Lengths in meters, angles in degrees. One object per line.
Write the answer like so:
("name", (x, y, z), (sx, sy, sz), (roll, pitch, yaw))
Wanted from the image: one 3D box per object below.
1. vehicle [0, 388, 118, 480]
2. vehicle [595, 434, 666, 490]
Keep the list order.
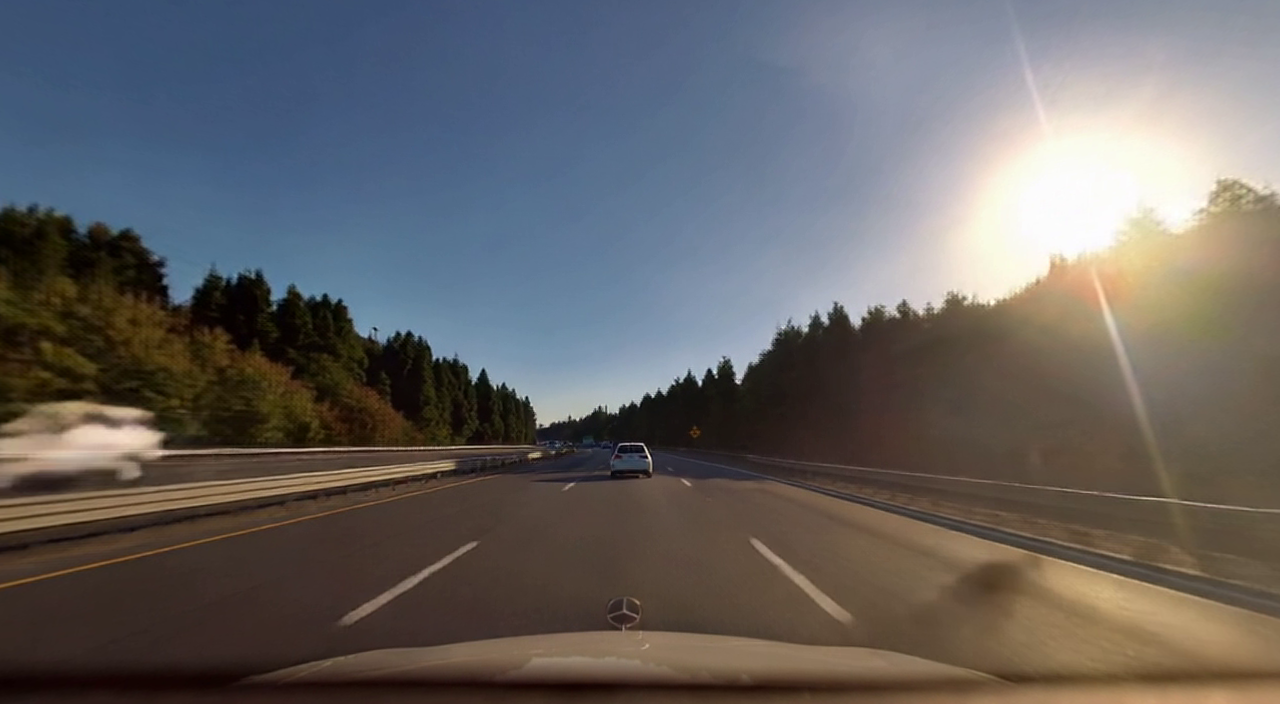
("vehicle", (-13.357, 1.613, 12.360), (2.090, 1.762, 4.769), (0, -9, 0))
("vehicle", (-0.289, 3.400, 19.778), (2.011, 1.590, 3.607), (0, -9, -1))
